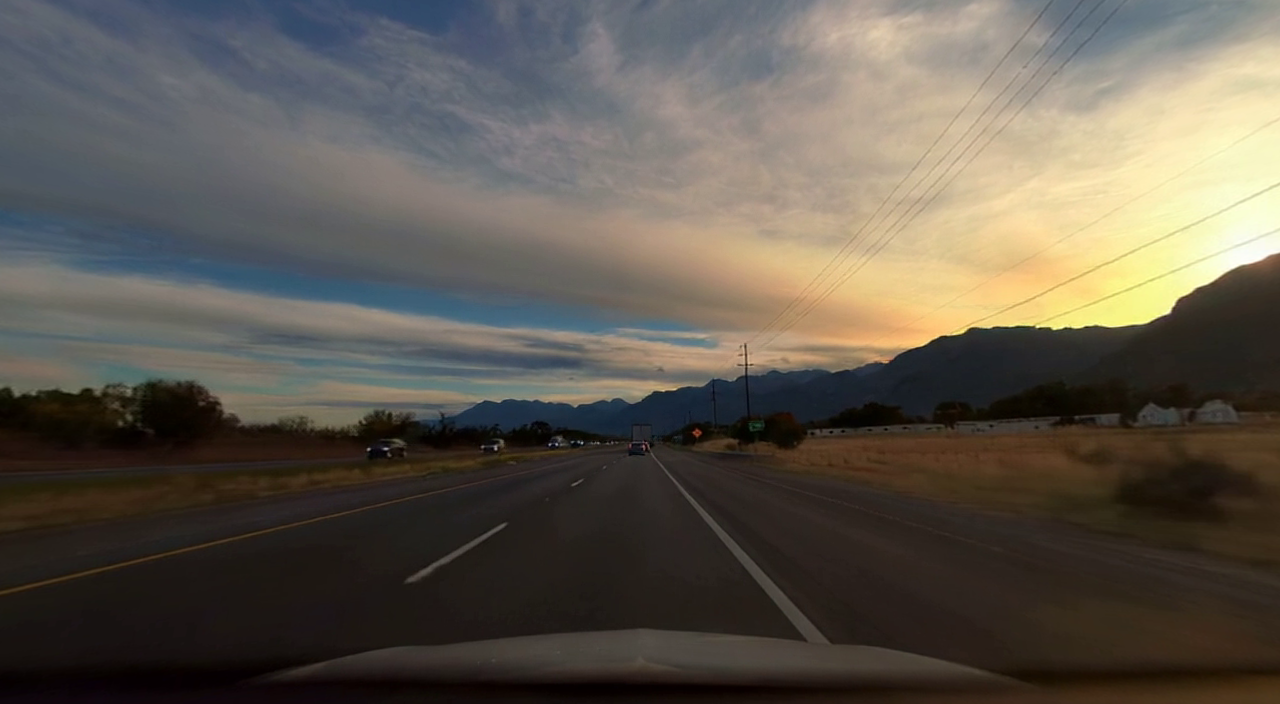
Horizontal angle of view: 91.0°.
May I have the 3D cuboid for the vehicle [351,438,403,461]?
[{"bbox_3d":[-20.769,7.738,49.896,1.999,1.691,4.714,0,-8,2],"label":"vehicle"}]
